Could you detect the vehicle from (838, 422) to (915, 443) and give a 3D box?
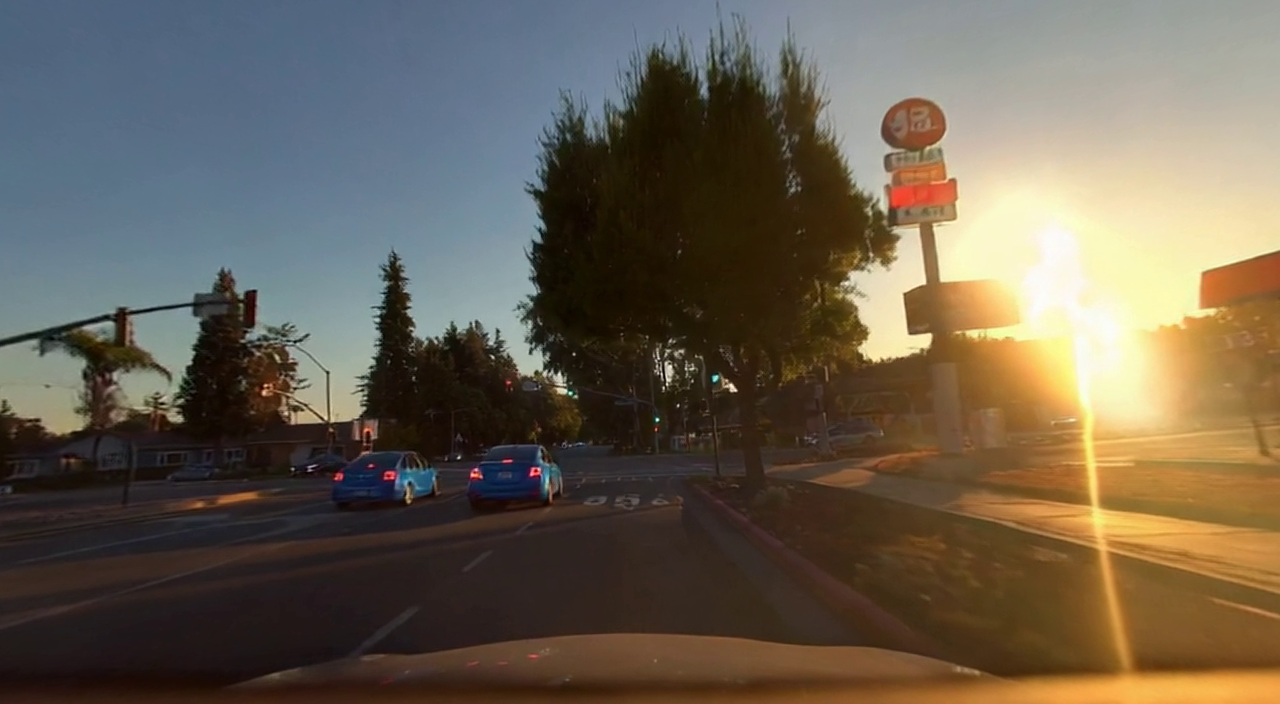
[{"bbox_3d":[16.985,5.819,45.432,4.712,1.466,1.962,0,-9,-1],"label":"vehicle"}]

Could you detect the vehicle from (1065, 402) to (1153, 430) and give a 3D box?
[{"bbox_3d":[33.849,4.644,45.690,4.630,1.824,2.031,0,-9,-1],"label":"vehicle"}]

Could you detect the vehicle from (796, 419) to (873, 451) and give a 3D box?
[{"bbox_3d":[12.941,5.559,42.213,4.428,1.501,1.884,-7,-9,-2],"label":"vehicle"}]

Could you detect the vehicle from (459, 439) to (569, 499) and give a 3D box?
[{"bbox_3d":[-3.358,3.262,17.938,2.054,1.449,4.772,0,-9,1],"label":"vehicle"}]

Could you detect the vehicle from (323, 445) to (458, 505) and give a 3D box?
[{"bbox_3d":[-6.696,3.348,17.538,1.966,1.439,4.161,0,-9,2],"label":"vehicle"}]
